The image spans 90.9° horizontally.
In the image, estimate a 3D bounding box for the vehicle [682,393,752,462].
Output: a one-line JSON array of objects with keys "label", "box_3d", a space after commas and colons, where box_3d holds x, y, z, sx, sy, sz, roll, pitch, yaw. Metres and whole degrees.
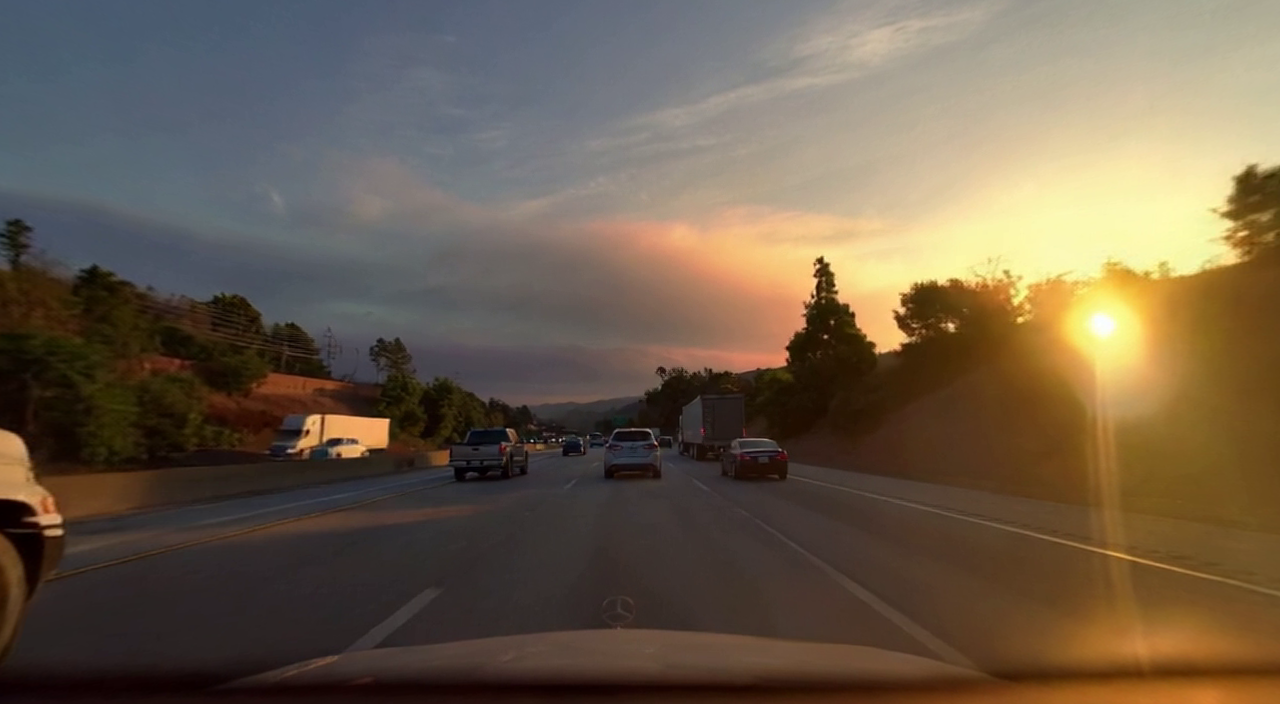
[{"label": "vehicle", "box_3d": [5.071, 5.479, 44.891, 2.888, 4.135, 14.071, 0, -8, -1]}]

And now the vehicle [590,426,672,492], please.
[{"label": "vehicle", "box_3d": [-0.271, 2.961, 17.841, 2.083, 1.647, 3.799, 0, -8, -2]}]

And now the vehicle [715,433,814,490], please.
[{"label": "vehicle", "box_3d": [3.494, 3.142, 18.530, 1.951, 1.477, 3.963, 0, -8, -2]}]

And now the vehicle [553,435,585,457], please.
[{"label": "vehicle", "box_3d": [-5.517, 7.343, 49.269, 1.971, 1.648, 3.983, 0, -8, 0]}]

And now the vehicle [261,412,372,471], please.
[{"label": "vehicle", "box_3d": [-20.923, 5.840, 41.486, 2.853, 3.451, 8.485, 0, -8, -1]}]

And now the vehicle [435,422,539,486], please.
[{"label": "vehicle", "box_3d": [-4.621, 3.156, 19.872, 2.101, 1.767, 4.702, 0, -8, 0]}]
